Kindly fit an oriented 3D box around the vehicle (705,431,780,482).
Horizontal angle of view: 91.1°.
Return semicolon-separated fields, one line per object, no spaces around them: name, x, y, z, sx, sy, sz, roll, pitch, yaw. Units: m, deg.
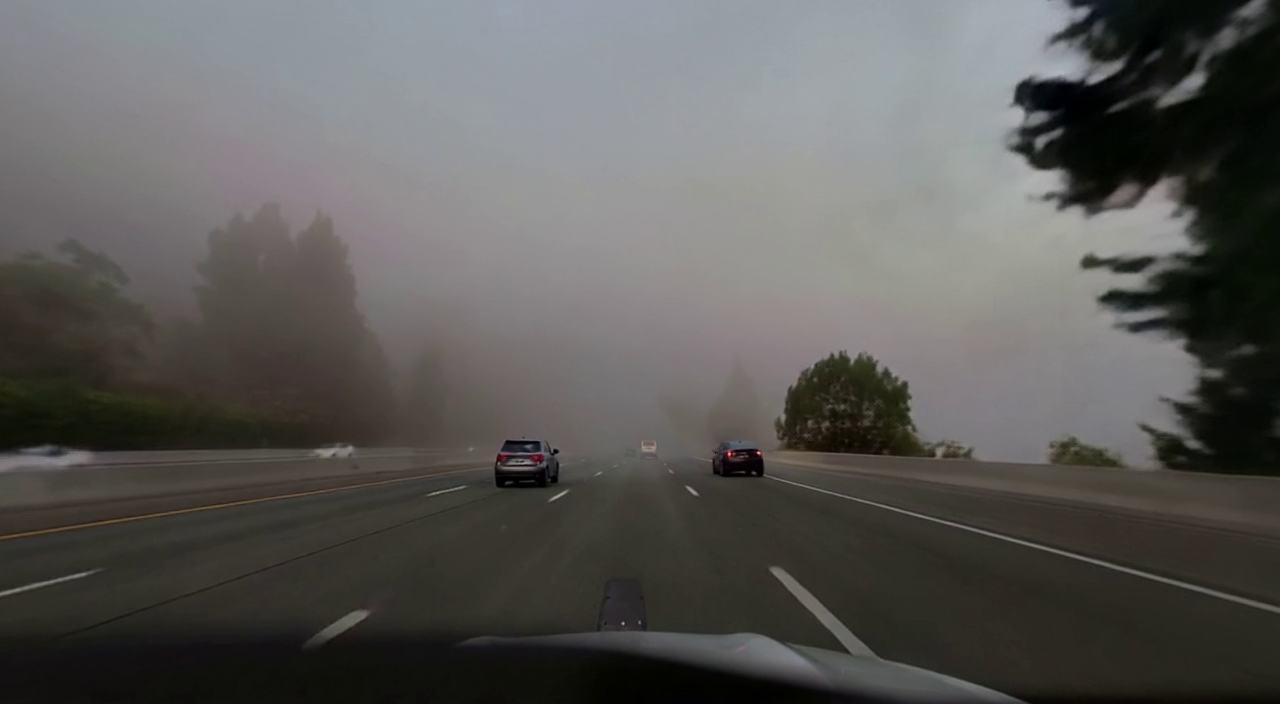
vehicle;3.899;4.075;24.786;2.149;1.796;4.487;0;-8;-1

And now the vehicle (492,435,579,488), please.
vehicle;-3.436;3.709;21.562;2.166;1.608;4.297;-1;-8;2
